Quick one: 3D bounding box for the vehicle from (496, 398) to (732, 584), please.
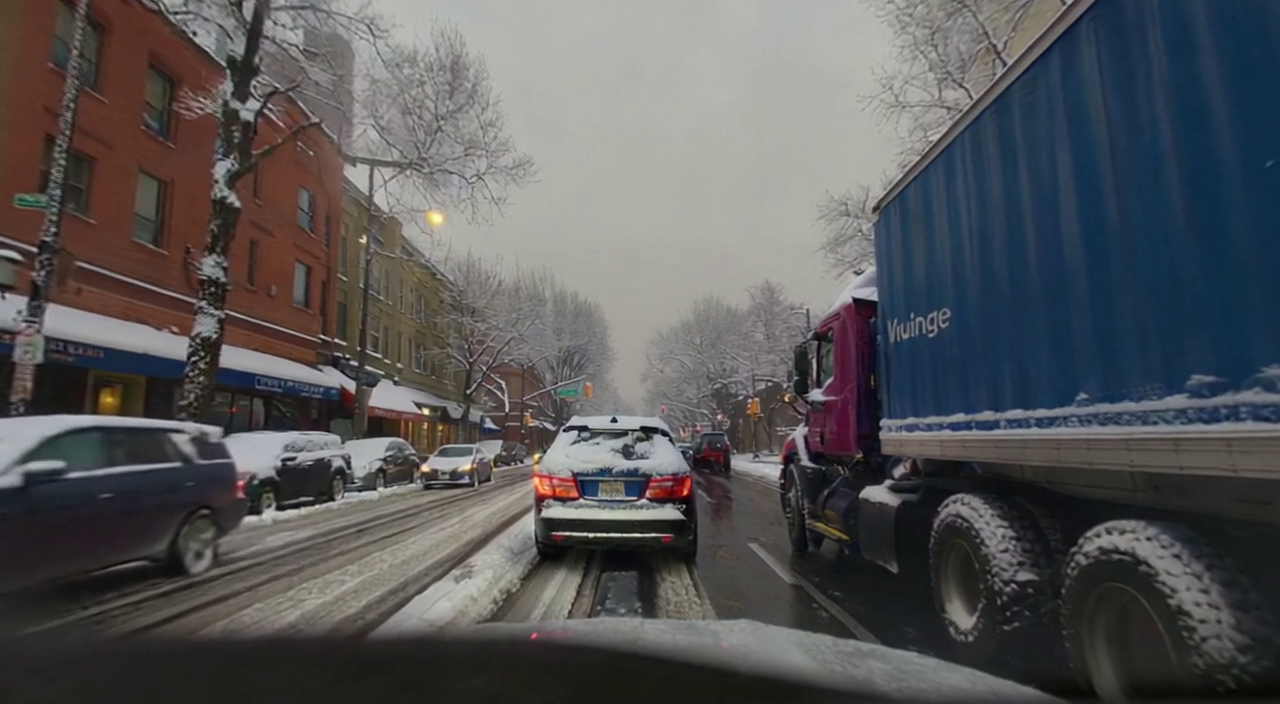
[{"bbox_3d":[-0.247,1.684,8.468,2.283,1.783,4.548,0,-8,0],"label":"vehicle"}]

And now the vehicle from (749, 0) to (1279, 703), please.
[{"bbox_3d":[2.910,0.023,3.208,2.913,3.771,9.716,0,-8,0],"label":"vehicle"}]

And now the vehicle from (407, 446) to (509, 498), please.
[{"bbox_3d":[-5.717,3.798,20.476,1.997,1.467,4.373,-1,-8,0],"label":"vehicle"}]

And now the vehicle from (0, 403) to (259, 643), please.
[{"bbox_3d":[-5.700,1.426,5.656,1.960,1.736,4.255,-1,-8,-1],"label":"vehicle"}]
